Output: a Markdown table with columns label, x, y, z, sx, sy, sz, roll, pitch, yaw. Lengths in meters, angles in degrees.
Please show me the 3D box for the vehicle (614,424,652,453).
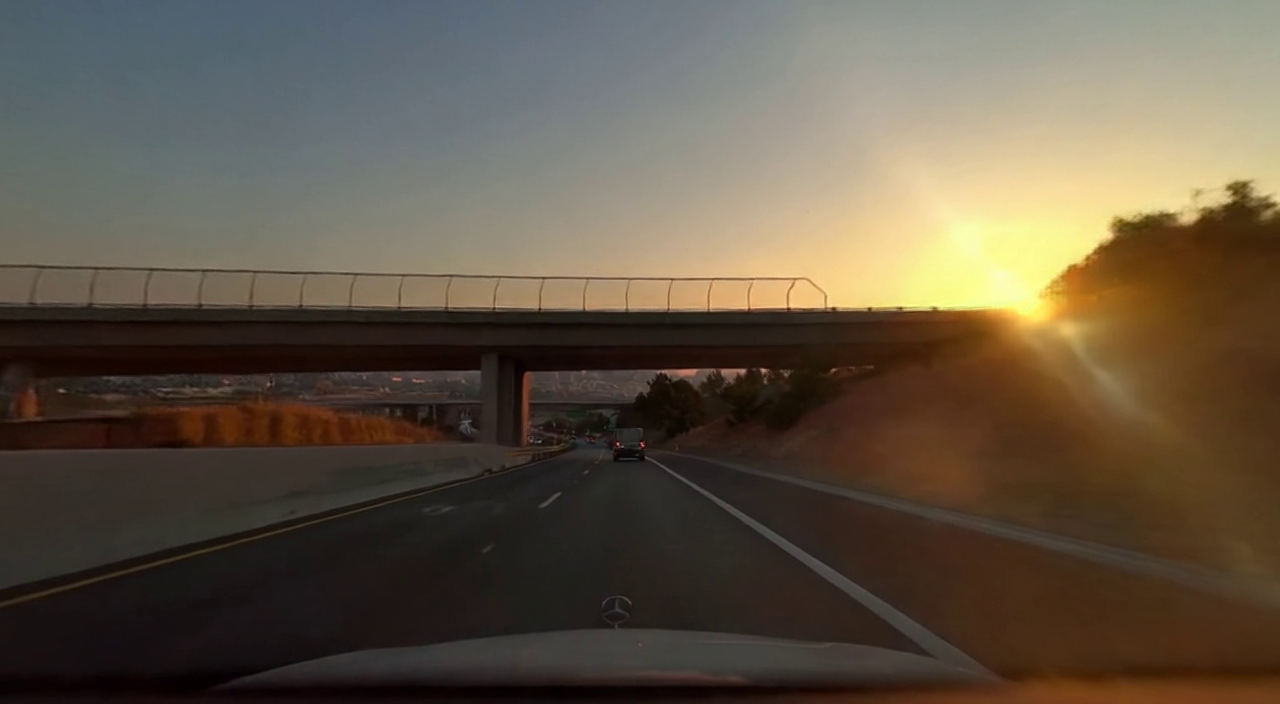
| label | x | y | z | sx | sy | sz | roll | pitch | yaw |
| --- | --- | --- | --- | --- | --- | --- | --- | --- | --- |
| vehicle | -0.491 | 5.309 | 38.701 | 2.157 | 1.647 | 4.524 | 0 | -8 | -3 |
